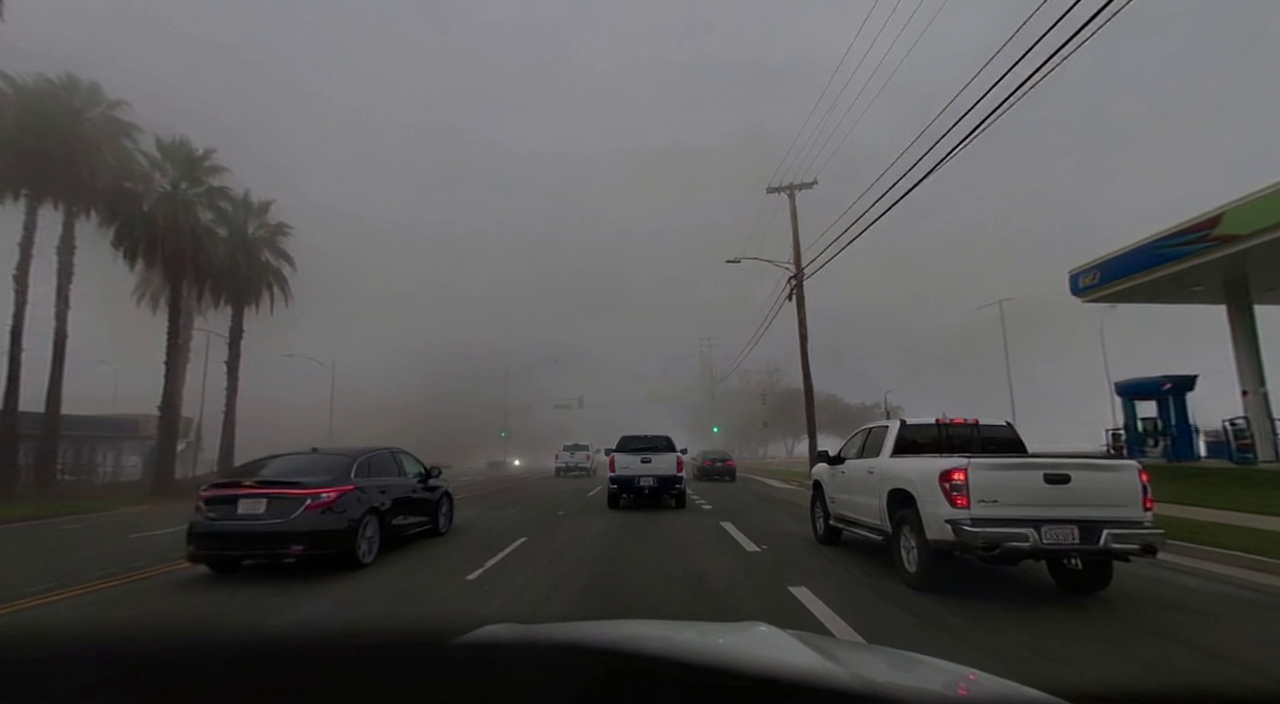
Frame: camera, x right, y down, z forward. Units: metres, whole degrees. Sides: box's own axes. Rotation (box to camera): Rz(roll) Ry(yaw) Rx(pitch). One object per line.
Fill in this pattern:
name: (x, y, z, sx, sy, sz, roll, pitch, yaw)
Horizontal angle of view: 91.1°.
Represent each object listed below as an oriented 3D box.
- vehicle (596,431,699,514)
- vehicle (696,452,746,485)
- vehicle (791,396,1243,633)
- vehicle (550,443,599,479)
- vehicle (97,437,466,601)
vehicle: (0.206, 3.125, 16.881, 2.295, 1.835, 5.471, 0, -9, 1)
vehicle: (3.750, 5.451, 29.768, 1.901, 1.401, 3.965, 0, -9, 1)
vehicle: (3.595, 1.671, 7.709, 2.120, 1.828, 5.531, 0, -9, 0)
vehicle: (-3.512, 5.951, 34.554, 2.071, 1.811, 4.605, 0, -9, 2)
vehicle: (-4.022, 1.913, 8.281, 1.983, 1.502, 4.720, 0, -9, 2)
